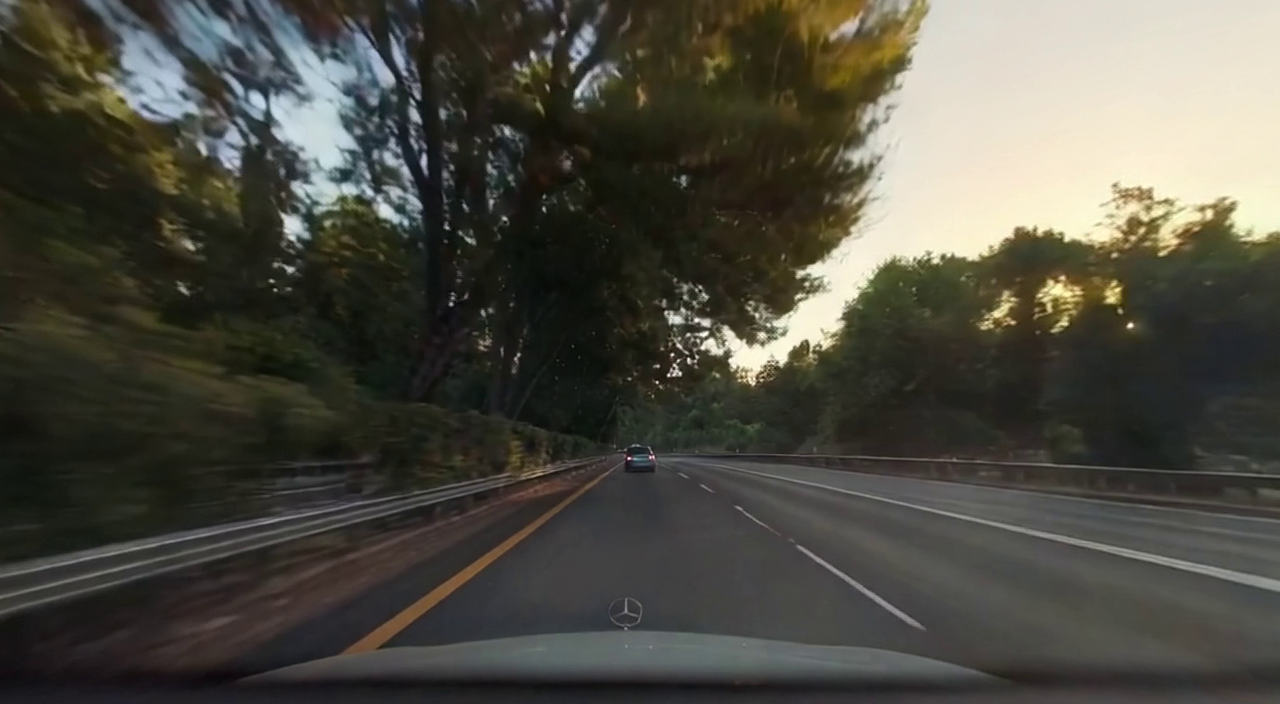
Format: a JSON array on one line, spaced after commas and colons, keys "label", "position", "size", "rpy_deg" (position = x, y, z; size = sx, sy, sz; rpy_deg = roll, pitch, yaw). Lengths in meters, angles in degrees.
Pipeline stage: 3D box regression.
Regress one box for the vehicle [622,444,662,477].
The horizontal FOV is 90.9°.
[{"label": "vehicle", "position": [0.068, 5.768, 33.656], "size": [1.987, 1.658, 3.620], "rpy_deg": [0, -9, -1]}]
